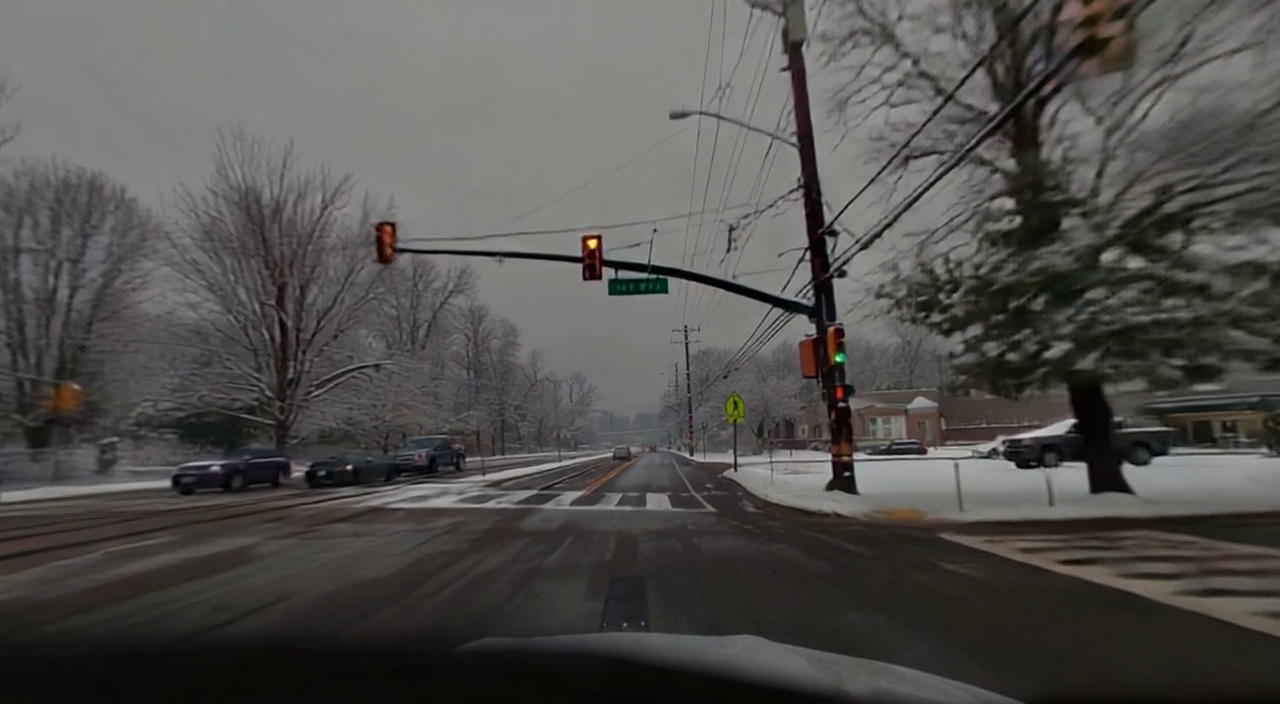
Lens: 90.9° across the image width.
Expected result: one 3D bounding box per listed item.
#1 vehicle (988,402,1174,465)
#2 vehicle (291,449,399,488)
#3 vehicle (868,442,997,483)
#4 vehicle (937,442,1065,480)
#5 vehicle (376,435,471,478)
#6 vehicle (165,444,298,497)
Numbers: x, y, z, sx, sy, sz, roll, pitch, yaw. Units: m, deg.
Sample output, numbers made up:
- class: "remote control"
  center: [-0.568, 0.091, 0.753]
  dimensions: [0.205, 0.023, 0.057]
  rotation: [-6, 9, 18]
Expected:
- class: "vehicle"
  center: [18.393, 3.500, 26.707]
  dimensions: [2.609, 2.332, 5.734]
  rotation: [4, -10, -27]
- class: "vehicle"
  center: [-12.652, 5.003, 27.450]
  dimensions: [2.090, 1.519, 4.919]
  rotation: [-1, -9, 3]
- class: "vehicle"
  center: [12.283, 4.621, 26.852]
  dimensions: [1.897, 1.532, 4.694]
  rotation: [4, -9, -28]
- class: "vehicle"
  center: [15.383, 4.611, 27.108]
  dimensions: [1.994, 1.453, 4.249]
  rotation: [3, -9, -28]
- class: "vehicle"
  center: [-12.310, 5.990, 36.523]
  dimensions: [2.798, 2.249, 6.296]
  rotation: [-1, -9, 6]
- class: "vehicle"
  center: [-16.156, 4.668, 25.290]
  dimensions: [2.112, 1.880, 4.479]
  rotation: [-1, -9, 4]
